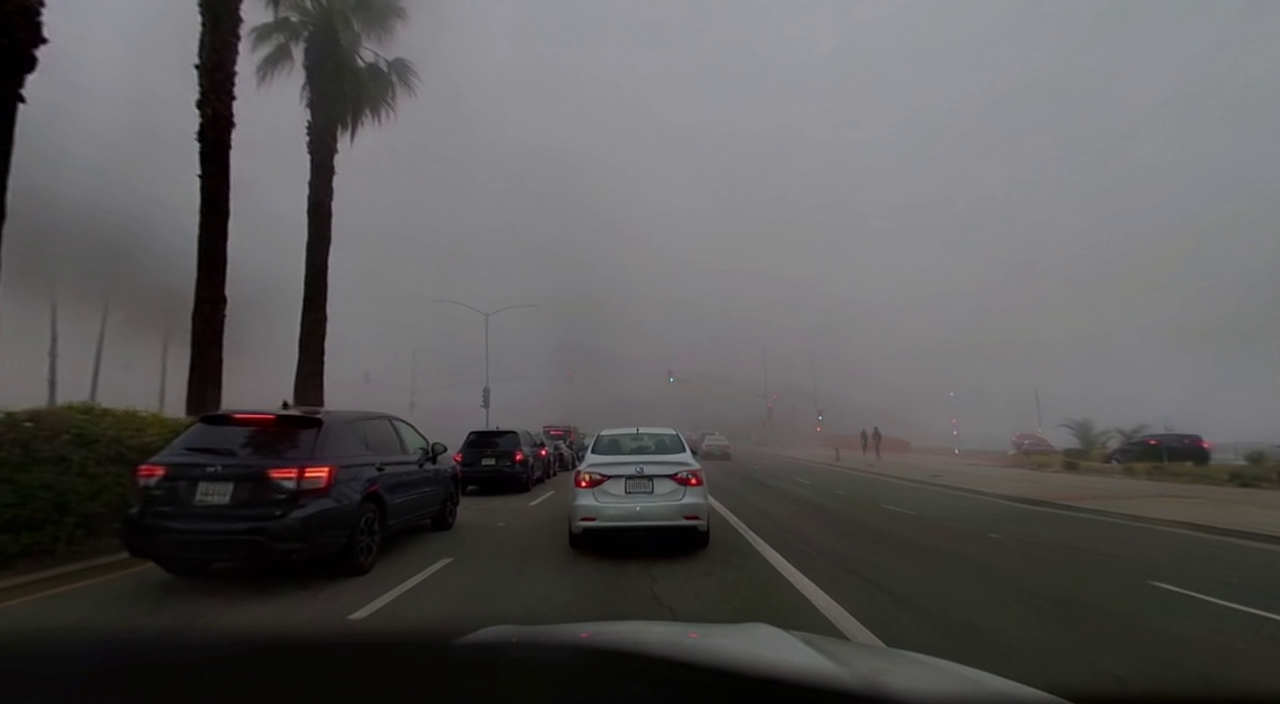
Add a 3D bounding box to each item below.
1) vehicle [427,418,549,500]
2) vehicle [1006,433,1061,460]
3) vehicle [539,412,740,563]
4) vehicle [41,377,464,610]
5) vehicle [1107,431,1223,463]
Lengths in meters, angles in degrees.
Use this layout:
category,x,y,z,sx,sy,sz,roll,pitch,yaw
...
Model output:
category,x,y,z,sx,sy,sz,roll,pitch,yaw
vehicle,-3.441,2.526,15.136,1.840,1.684,4.041,0,-8,1
vehicle,26.087,6.266,41.932,1.882,1.672,3.957,-2,-9,14
vehicle,-0.042,1.753,8.872,2.114,1.585,4.285,0,-8,-1
vehicle,-3.524,1.380,6.992,1.914,1.741,4.398,0,-8,-1
vehicle,25.454,4.619,30.674,3.914,1.427,1.779,-2,-8,6
